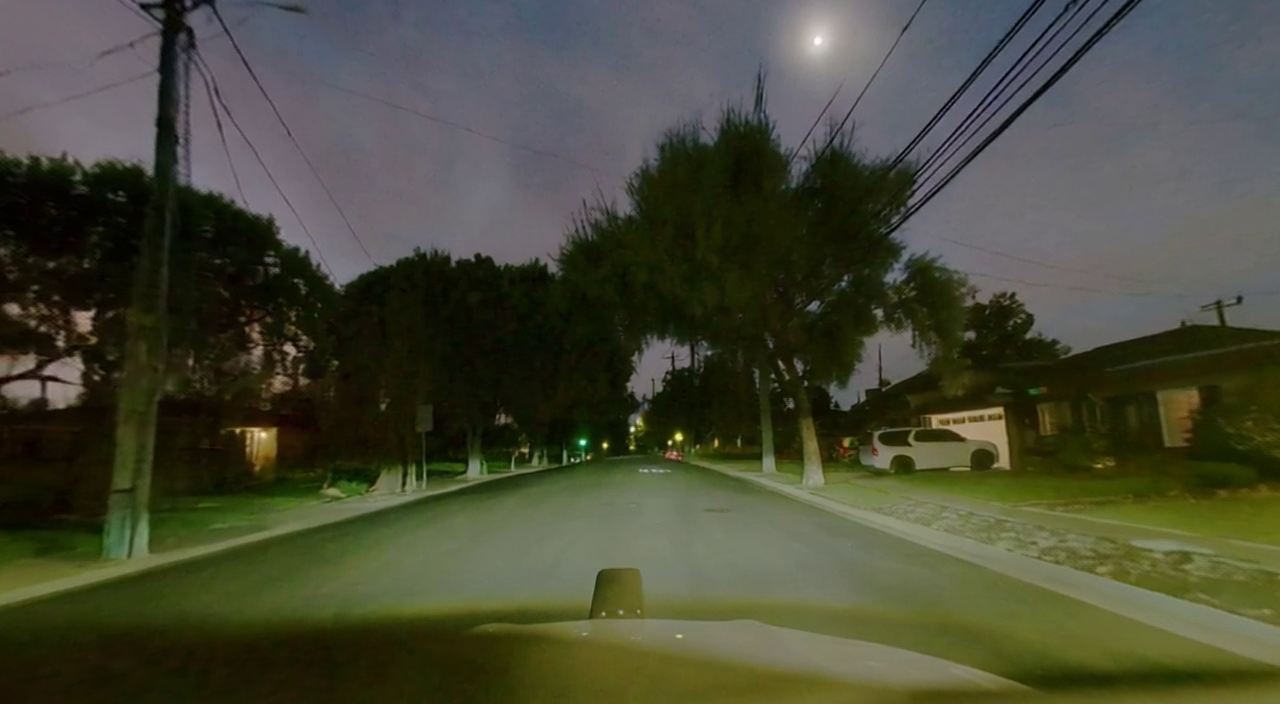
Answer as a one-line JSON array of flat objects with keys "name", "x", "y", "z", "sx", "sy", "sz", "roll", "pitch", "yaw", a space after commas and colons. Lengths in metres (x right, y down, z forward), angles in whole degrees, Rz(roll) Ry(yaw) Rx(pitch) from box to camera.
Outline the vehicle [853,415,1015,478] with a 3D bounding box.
[{"name": "vehicle", "x": 10.312, "y": 3.353, "z": 22.450, "sx": 4.555, "sy": 1.803, "sz": 2.151, "roll": -4, "pitch": -8, "yaw": -2}]
